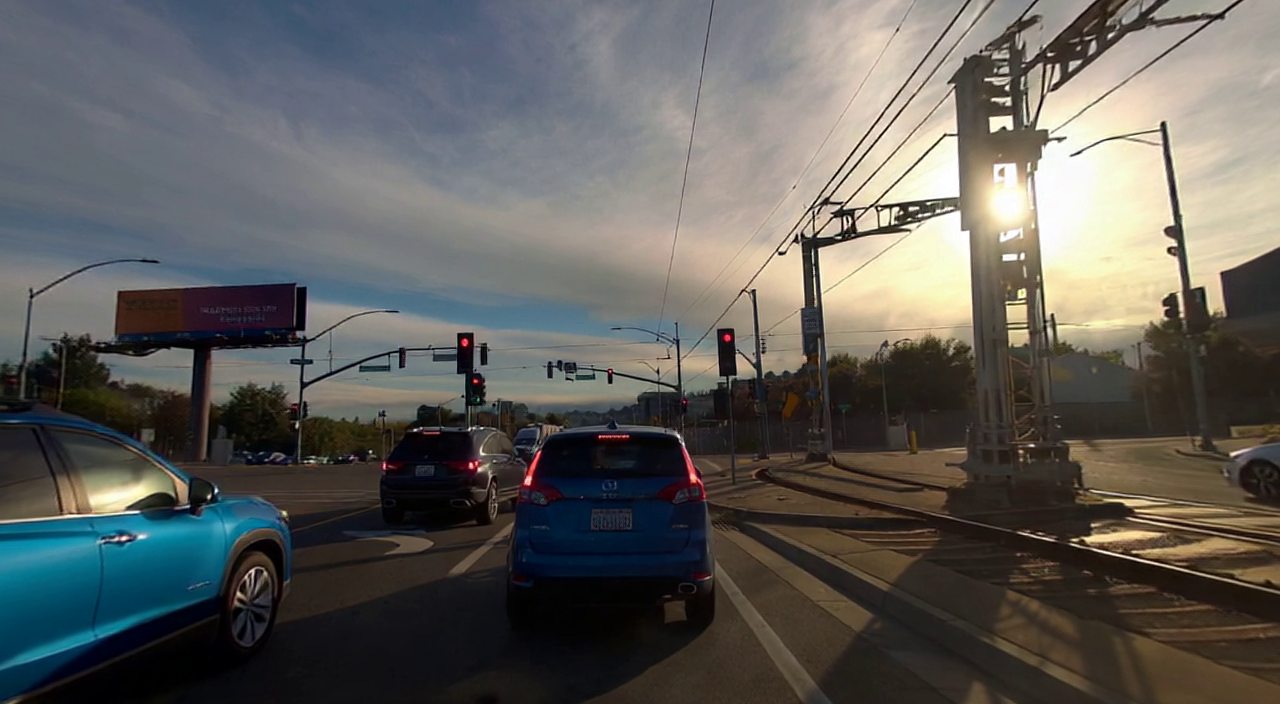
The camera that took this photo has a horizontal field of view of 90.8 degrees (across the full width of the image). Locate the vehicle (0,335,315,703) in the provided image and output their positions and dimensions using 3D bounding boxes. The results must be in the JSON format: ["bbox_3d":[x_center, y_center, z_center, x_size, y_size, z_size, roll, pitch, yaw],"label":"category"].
[{"bbox_3d":[-3.923,0.863,2.992,2.052,1.814,5.184,0,-9,-1],"label":"vehicle"}]

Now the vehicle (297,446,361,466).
[{"bbox_3d":[-24.201,8.063,49.092,4.357,1.444,1.842,-3,-9,19],"label":"vehicle"}]

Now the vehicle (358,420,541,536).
[{"bbox_3d":[-3.146,2.182,11.503,1.988,1.678,4.317,0,-9,0],"label":"vehicle"}]

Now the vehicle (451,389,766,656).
[{"bbox_3d":[-0.208,1.379,5.997,2.025,1.723,3.644,0,-9,0],"label":"vehicle"}]

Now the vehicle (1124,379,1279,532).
[{"bbox_3d":[9.604,1.320,8.188,5.060,1.702,2.033,1,-9,-4],"label":"vehicle"}]
